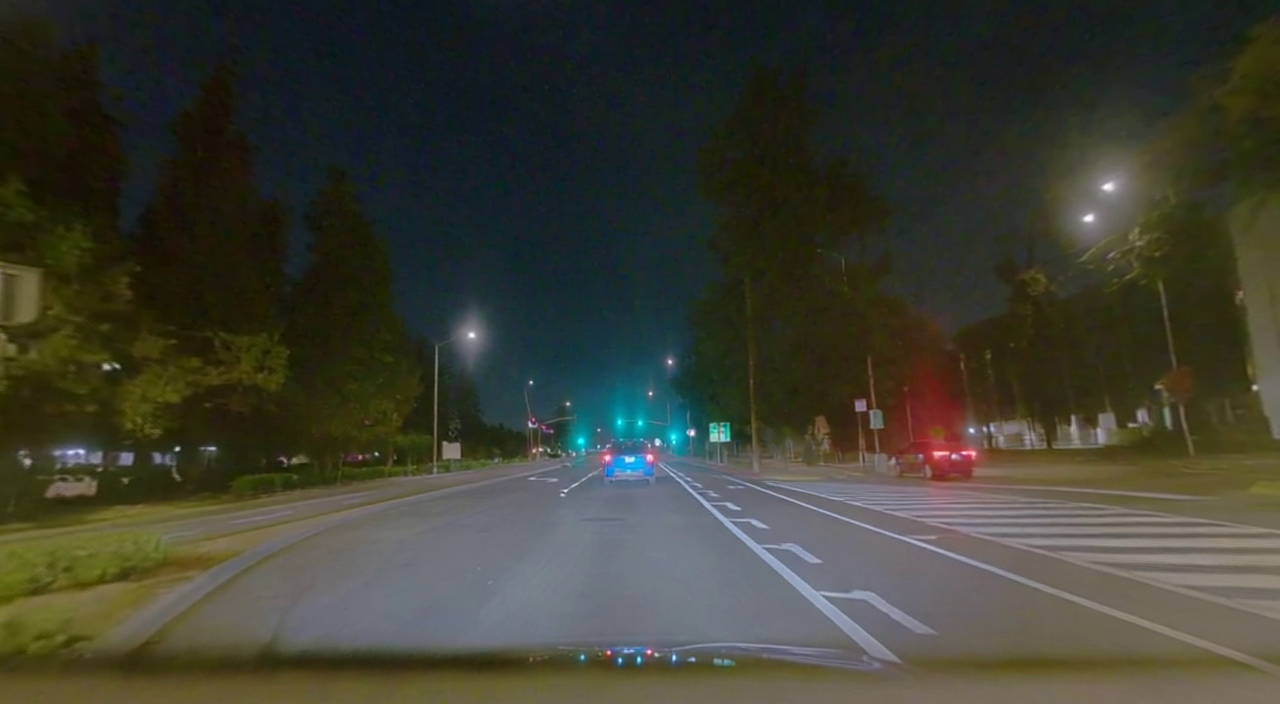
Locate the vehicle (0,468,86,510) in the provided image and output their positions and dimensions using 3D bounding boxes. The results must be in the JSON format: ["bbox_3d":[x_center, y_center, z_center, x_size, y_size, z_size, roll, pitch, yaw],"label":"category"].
[{"bbox_3d":[-23.127,5.078,23.443,3.376,1.383,1.795,0,-8,-2],"label":"vehicle"}]

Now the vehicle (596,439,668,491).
[{"bbox_3d":[-0.240,3.801,21.705,2.221,1.570,4.398,0,-8,0],"label":"vehicle"}]
